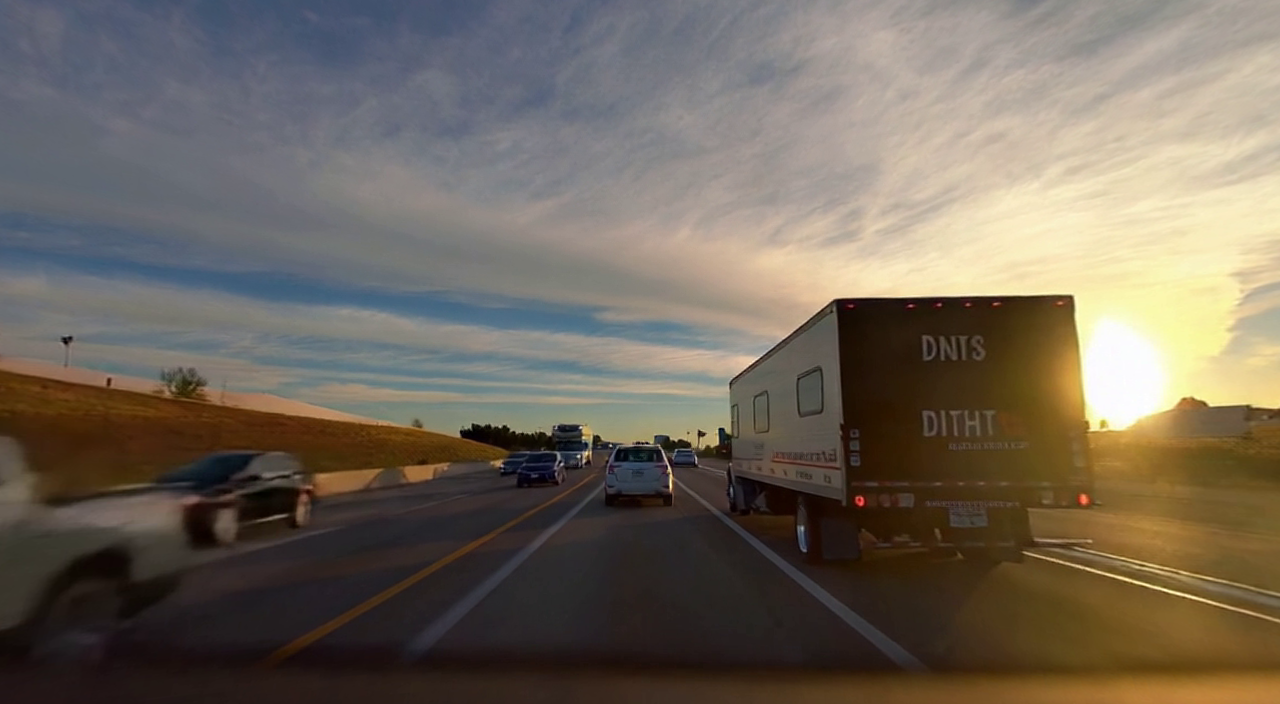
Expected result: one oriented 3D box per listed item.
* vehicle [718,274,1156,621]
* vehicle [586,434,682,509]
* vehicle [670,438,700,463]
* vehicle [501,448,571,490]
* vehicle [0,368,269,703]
[{"bbox_3d":[2.933,1.314,9.024,2.533,2.942,7.280,0,-9,-1],"label":"vehicle"},{"bbox_3d":[-0.114,3.072,16.632,2.201,1.719,4.058,0,-9,1],"label":"vehicle"},{"bbox_3d":[3.511,7.792,49.975,2.020,1.874,4.431,0,-9,0],"label":"vehicle"},{"bbox_3d":[-3.897,4.454,24.279,1.933,1.465,3.898,0,-9,2],"label":"vehicle"},{"bbox_3d":[-3.767,0.850,2.283,2.098,1.659,4.432,0,-9,0],"label":"vehicle"}]
